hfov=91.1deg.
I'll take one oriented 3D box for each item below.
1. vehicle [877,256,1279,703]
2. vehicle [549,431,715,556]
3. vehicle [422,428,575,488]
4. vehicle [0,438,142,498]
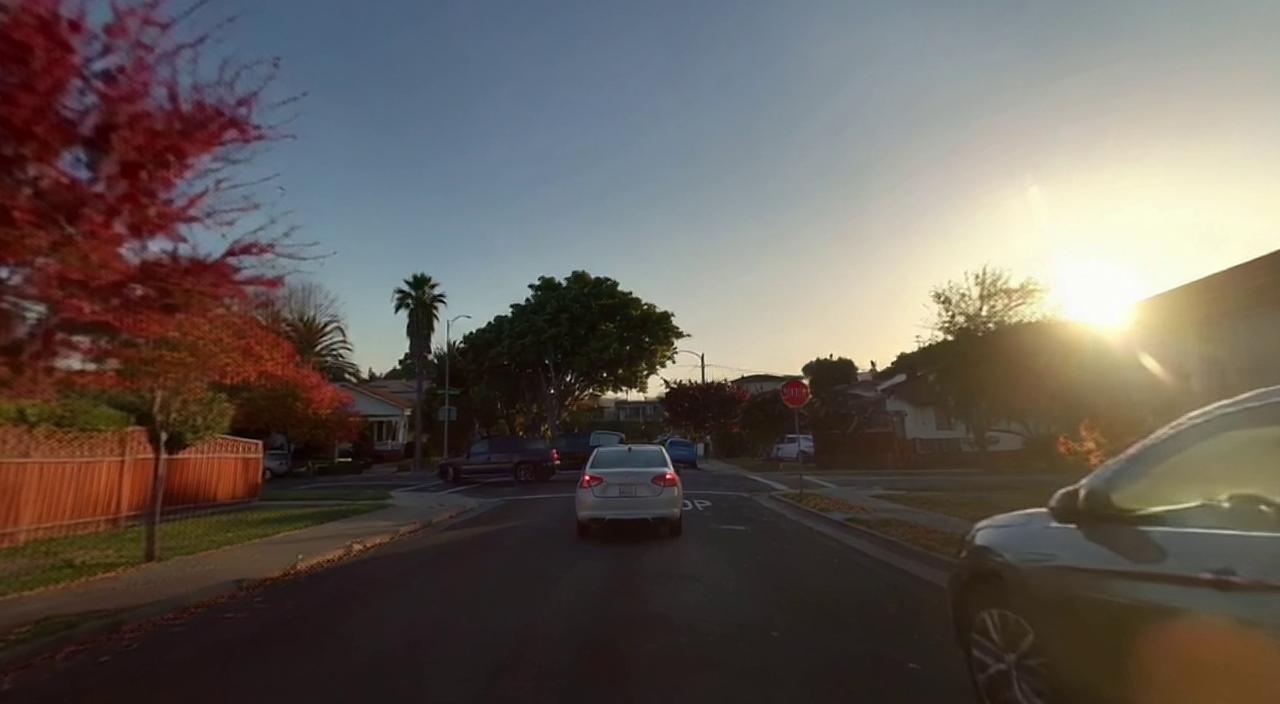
[{"bbox_3d":[2.582,0.709,1.547,2.179,1.813,4.815,0,-9,1],"label":"vehicle"},{"bbox_3d":[-0.100,2.051,9.771,2.010,1.499,4.107,0,-9,0],"label":"vehicle"},{"bbox_3d":[-5.656,4.118,24.670,6.308,2.057,2.353,-7,-11,38],"label":"vehicle"},{"bbox_3d":[-20.872,4.102,22.265,4.603,1.858,2.191,-3,-8,2],"label":"vehicle"}]
